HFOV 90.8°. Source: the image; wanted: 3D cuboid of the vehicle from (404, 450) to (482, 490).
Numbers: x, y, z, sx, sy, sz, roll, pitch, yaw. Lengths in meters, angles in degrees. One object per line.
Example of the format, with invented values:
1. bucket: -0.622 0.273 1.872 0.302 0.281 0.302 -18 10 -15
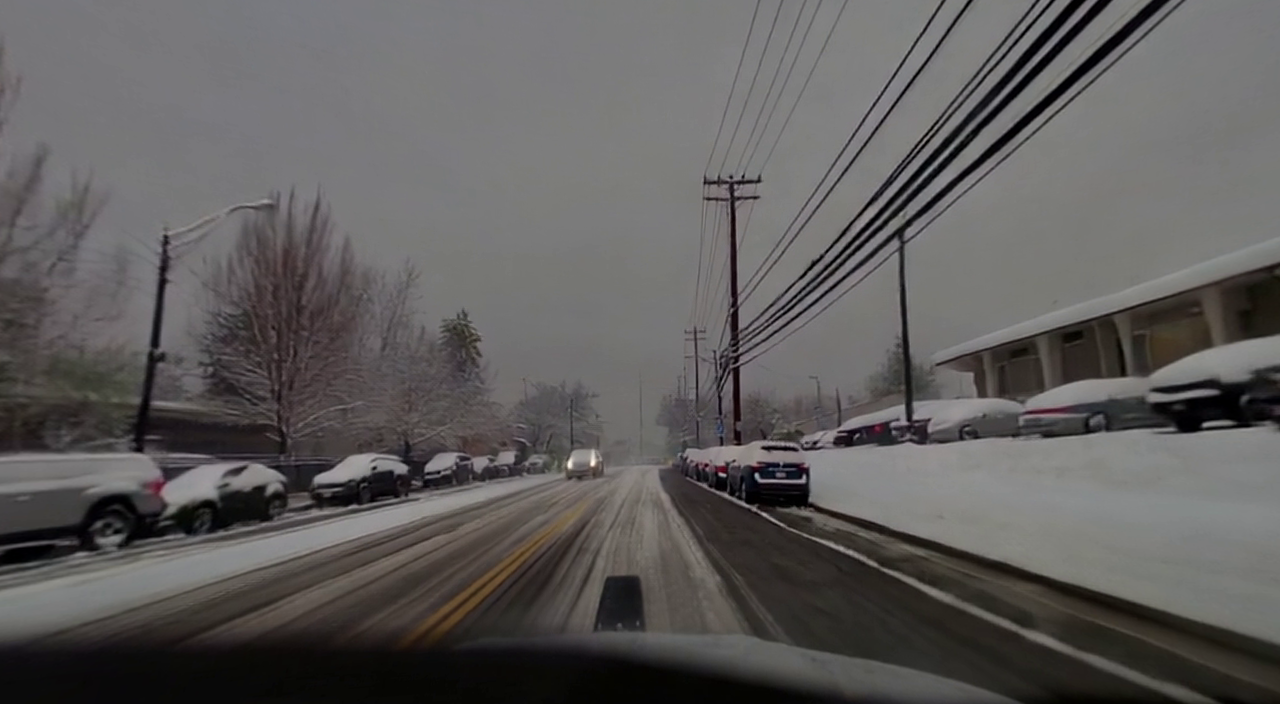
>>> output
1. vehicle: -11.087 6.648 35.991 2.322 2.037 5.030 -1 -9 6

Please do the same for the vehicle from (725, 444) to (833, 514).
1. vehicle: 3.609 3.370 17.322 1.936 1.641 4.434 0 -9 0

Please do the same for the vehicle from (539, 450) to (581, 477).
1. vehicle: -5.876 8.340 46.912 2.081 1.760 4.598 -1 -13 6

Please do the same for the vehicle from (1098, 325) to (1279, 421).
1. vehicle: 11.290 0.458 11.969 3.808 1.620 1.749 0 -9 -1

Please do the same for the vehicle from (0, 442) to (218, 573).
1. vehicle: -10.178 2.385 10.119 5.093 1.855 2.338 4 -10 -19

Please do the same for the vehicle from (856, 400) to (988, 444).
1. vehicle: 11.475 2.911 25.975 4.400 1.742 2.070 0 -8 0

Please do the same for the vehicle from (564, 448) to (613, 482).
1. vehicle: -2.774 6.224 35.000 2.103 1.721 4.473 -1 -9 3
